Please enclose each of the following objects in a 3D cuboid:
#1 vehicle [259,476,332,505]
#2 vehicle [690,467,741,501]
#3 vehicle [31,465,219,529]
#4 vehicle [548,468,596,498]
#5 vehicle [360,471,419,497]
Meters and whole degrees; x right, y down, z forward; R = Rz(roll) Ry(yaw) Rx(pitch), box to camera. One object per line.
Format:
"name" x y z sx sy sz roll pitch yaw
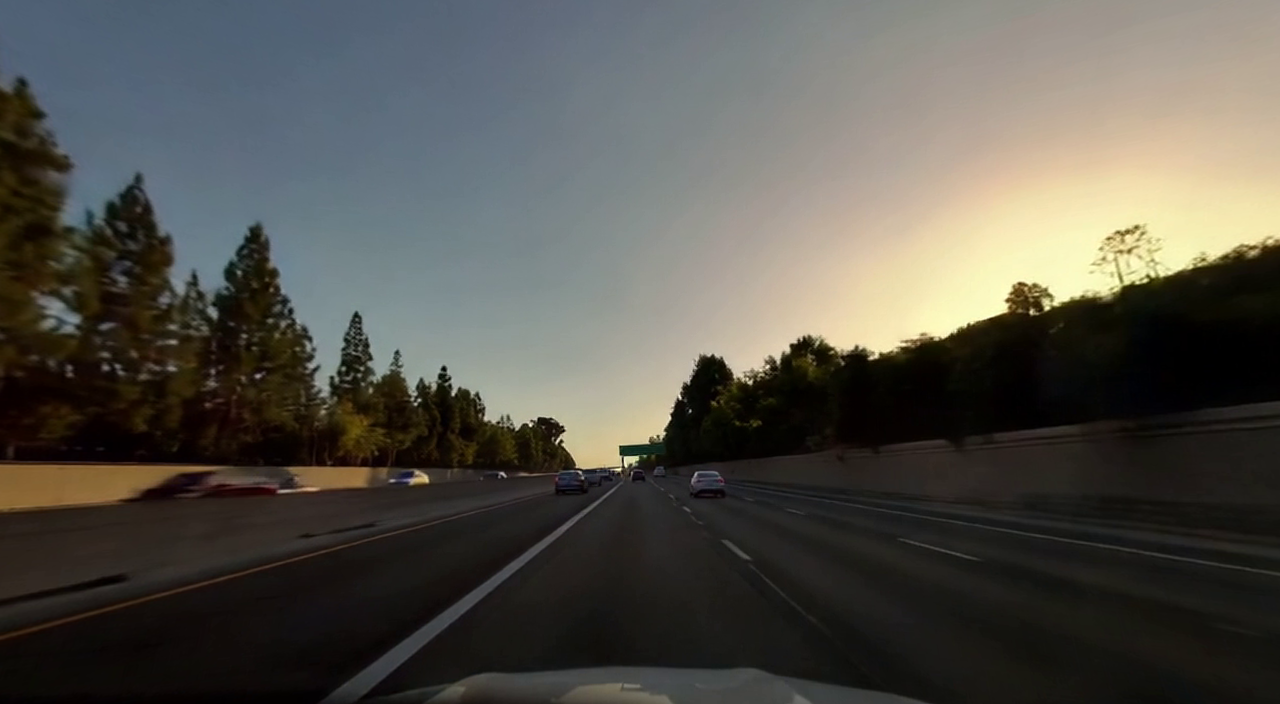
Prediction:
"vehicle" -19.848 7.978 36.555 1.776 1.445 4.442 1 -11 -1
"vehicle" 3.644 6.478 31.201 1.981 1.516 4.109 1 -11 -1
"vehicle" -13.064 3.668 16.336 1.746 1.428 3.636 1 -11 0
"vehicle" -3.589 6.997 33.969 2.004 1.468 4.812 0 -11 0
"vehicle" -16.197 8.515 40.947 1.915 1.516 4.500 0 -11 1
